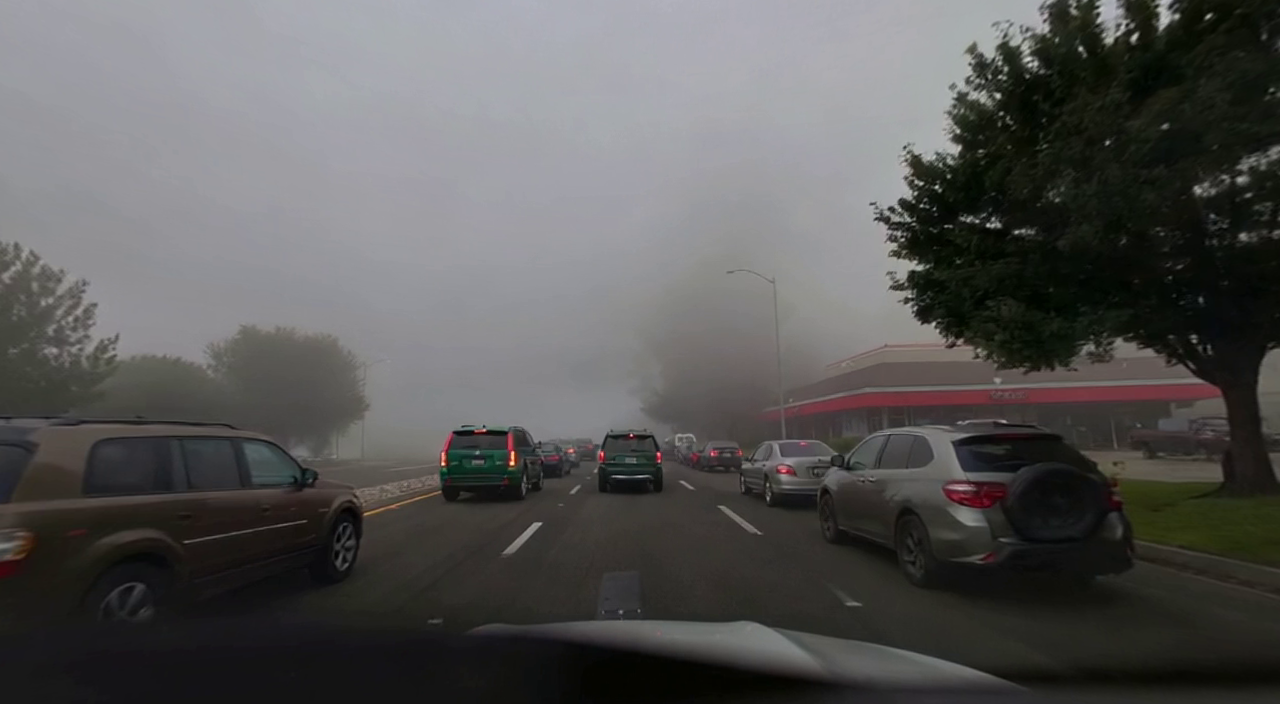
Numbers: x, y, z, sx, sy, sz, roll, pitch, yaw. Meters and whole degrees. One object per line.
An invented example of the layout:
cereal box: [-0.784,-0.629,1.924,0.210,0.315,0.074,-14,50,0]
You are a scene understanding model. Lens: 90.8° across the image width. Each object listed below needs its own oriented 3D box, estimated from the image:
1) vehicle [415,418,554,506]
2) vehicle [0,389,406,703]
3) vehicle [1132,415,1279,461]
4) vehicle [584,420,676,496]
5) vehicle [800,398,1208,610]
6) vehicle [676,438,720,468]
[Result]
vehicle: [-3.604,2.662,15.656,2.231,1.853,4.461,0,-9,1]
vehicle: [-3.694,1.249,4.903,2.051,1.522,4.509,0,-8,-1]
vehicle: [22.078,3.350,24.482,2.139,1.540,4.770,-1,-8,0]
vehicle: [-0.291,2.897,17.525,2.238,1.825,4.190,0,-8,-1]
vehicle: [3.455,1.528,7.240,2.047,1.671,4.267,0,-9,-1]
vehicle: [3.052,5.402,33.986,1.903,1.529,3.649,0,-9,-2]
